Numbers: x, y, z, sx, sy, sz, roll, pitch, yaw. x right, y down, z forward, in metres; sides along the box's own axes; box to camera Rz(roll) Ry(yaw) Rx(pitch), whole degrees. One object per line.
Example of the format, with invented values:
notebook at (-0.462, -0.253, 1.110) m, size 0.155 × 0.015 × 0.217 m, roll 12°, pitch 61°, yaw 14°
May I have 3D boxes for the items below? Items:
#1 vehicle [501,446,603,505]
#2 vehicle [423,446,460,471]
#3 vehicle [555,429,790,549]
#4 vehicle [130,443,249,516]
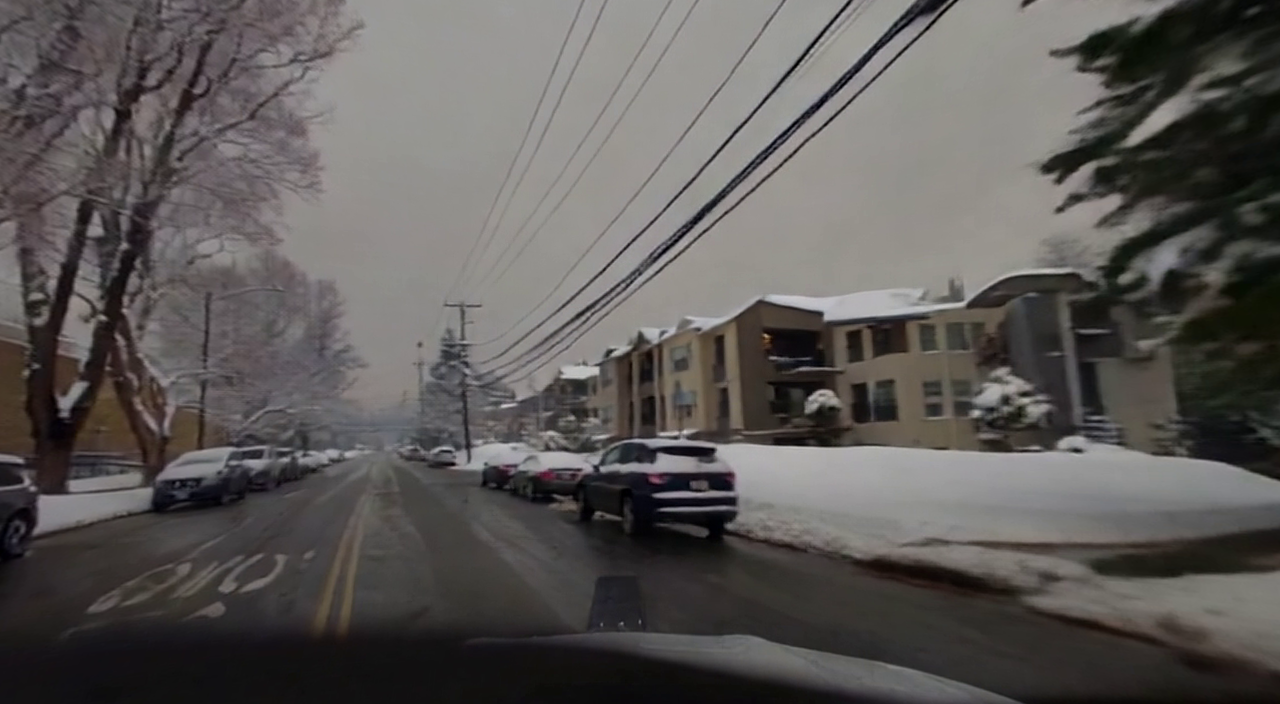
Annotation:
vehicle at (-2.784, 3.579, 18.813) m, size 1.868 × 1.494 × 4.652 m, roll 3°, pitch -9°, yaw -22°
vehicle at (-15.517, 8.347, 48.962) m, size 2.328 × 1.730 × 4.225 m, roll 3°, pitch -12°, yaw -22°
vehicle at (0.246, 2.317, 11.489) m, size 2.272 × 1.626 × 5.170 m, roll 5°, pitch -9°, yaw -22°
vehicle at (-14.434, 4.008, 20.465) m, size 2.056 × 1.876 × 4.824 m, roll 1°, pitch -7°, yaw -22°
